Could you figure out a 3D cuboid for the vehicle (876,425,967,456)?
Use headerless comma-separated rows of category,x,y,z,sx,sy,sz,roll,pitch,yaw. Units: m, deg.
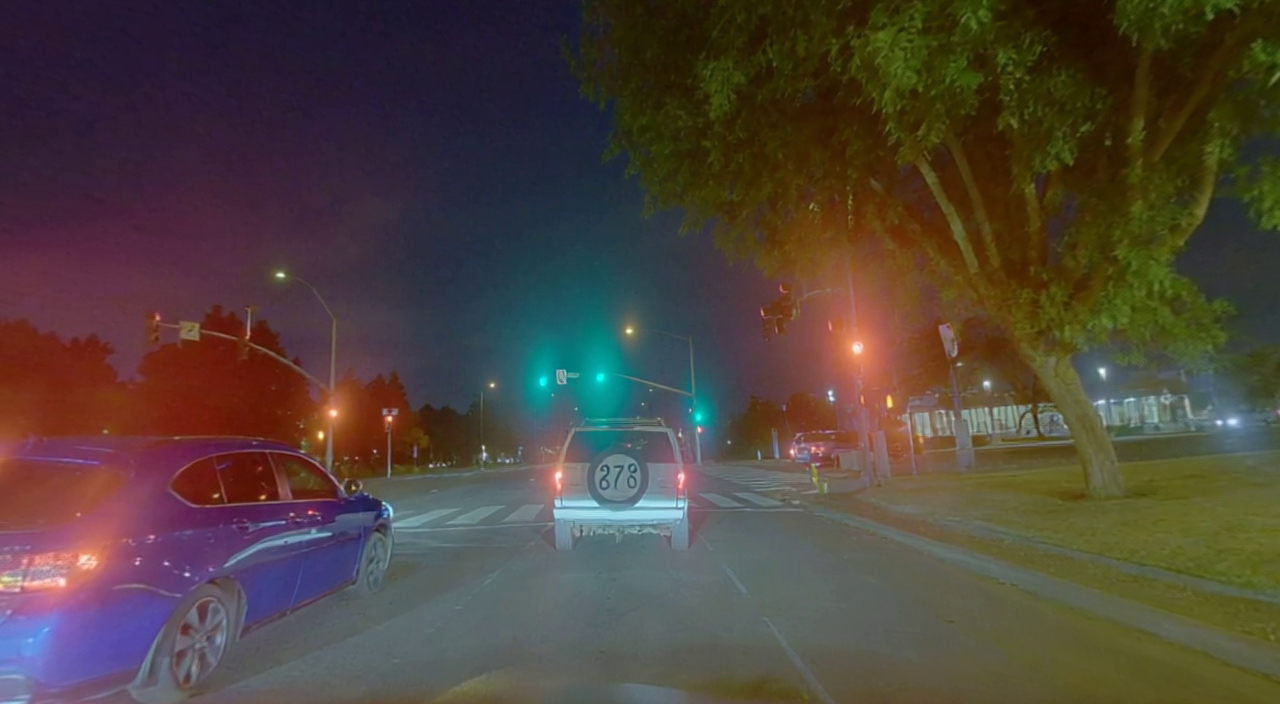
vehicle,14.487,4.565,32.556,3.830,1.545,2.006,3,-9,-19

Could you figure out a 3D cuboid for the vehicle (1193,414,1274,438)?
vehicle,39.182,4.889,41.703,4.509,1.487,1.915,3,-9,-19

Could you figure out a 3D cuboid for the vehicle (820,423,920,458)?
vehicle,12.741,4.907,35.060,4.872,1.806,2.107,3,-9,-19

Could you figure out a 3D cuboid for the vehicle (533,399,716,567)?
vehicle,-0.179,1.791,9.335,2.059,1.877,4.249,0,-8,0

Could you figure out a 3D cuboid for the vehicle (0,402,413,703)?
vehicle,-3.378,1.263,4.563,2.011,1.527,4.008,0,-8,-1
